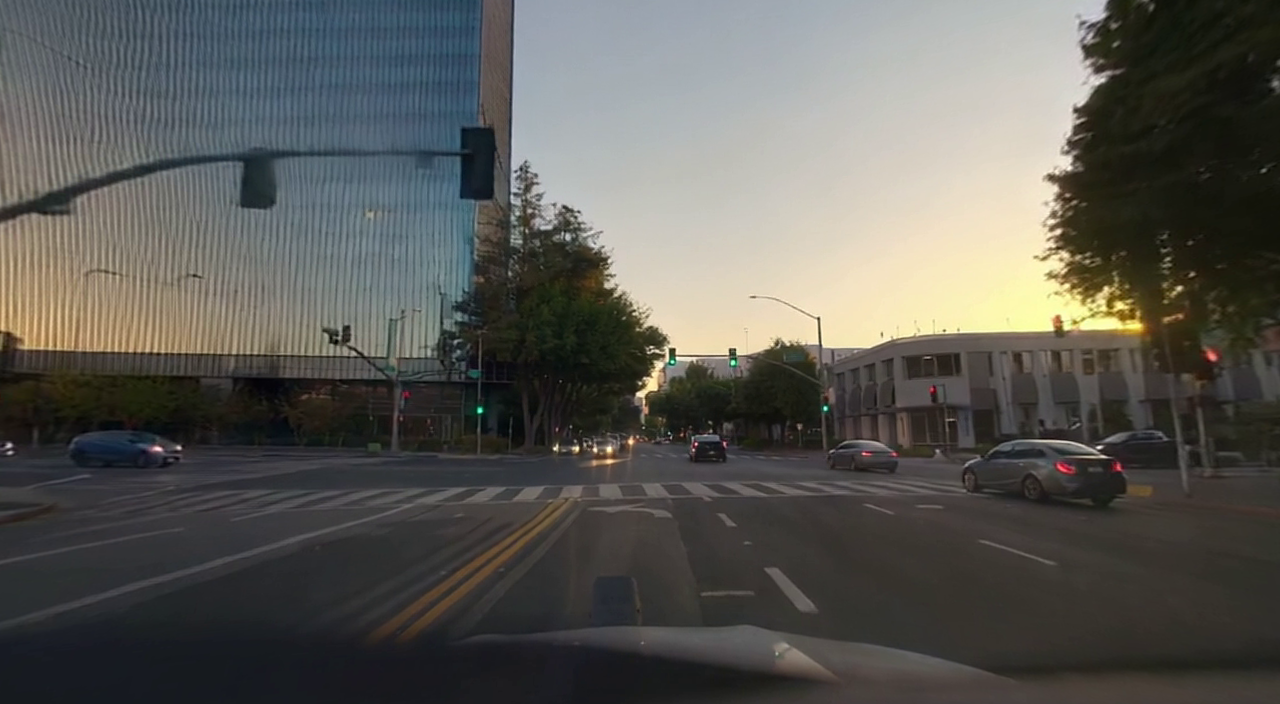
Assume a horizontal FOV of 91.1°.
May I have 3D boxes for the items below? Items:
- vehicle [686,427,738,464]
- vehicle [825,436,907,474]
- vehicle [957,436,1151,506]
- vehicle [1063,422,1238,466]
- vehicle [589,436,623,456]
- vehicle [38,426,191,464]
[{"bbox_3d":[3.676,4.891,32.771,2.203,1.801,4.331,0,-8,1],"label":"vehicle"},{"bbox_3d":[9.612,4.401,27.064,1.860,1.460,4.379,0,-8,-1],"label":"vehicle"},{"bbox_3d":[9.917,2.860,15.564,1.896,1.463,4.296,0,-8,0],"label":"vehicle"},{"bbox_3d":[24.203,4.444,29.974,6.170,1.978,2.399,0,-10,0],"label":"vehicle"},{"bbox_3d":[-2.506,7.093,47.419,2.147,1.481,4.331,0,-8,3],"label":"vehicle"},{"bbox_3d":[-22.778,4.056,27.349,4.856,1.528,2.053,-1,-8,1],"label":"vehicle"}]
